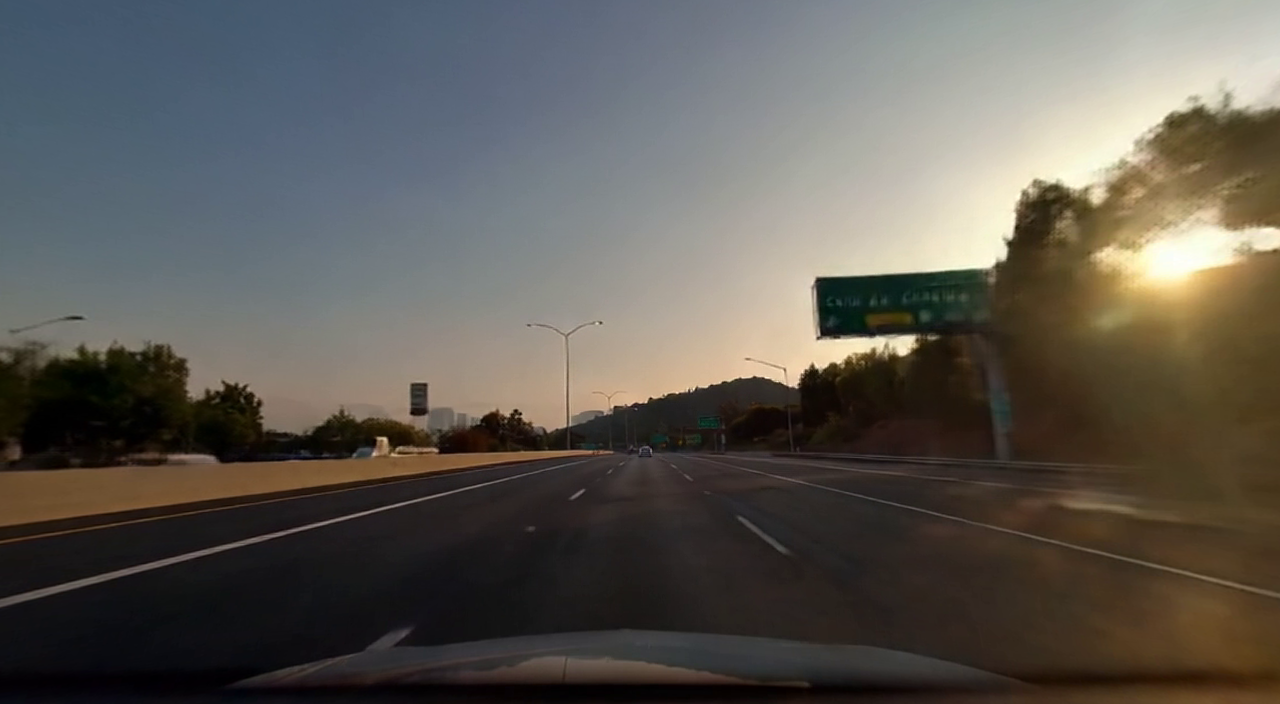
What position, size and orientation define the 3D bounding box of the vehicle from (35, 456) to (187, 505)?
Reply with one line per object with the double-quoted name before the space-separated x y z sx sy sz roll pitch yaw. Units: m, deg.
"vehicle" -18.214 4.406 21.956 1.832 1.479 3.871 0 -9 2
